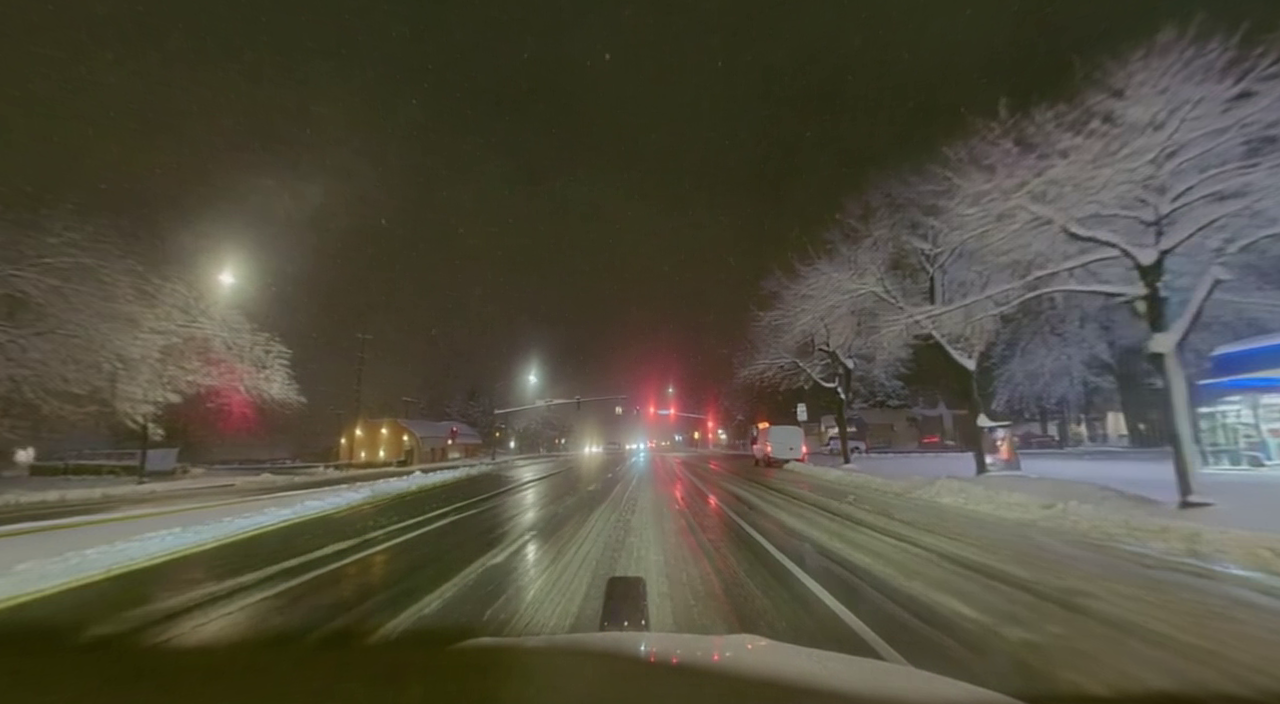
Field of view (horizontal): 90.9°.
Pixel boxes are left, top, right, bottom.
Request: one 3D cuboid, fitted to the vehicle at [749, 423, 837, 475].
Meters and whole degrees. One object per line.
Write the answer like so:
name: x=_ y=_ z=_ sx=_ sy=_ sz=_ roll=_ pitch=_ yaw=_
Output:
vehicle: x=7.489 y=4.892 z=31.826 sx=2.764 sy=2.327 sz=6.492 roll=0 pitch=-8 yaw=0
